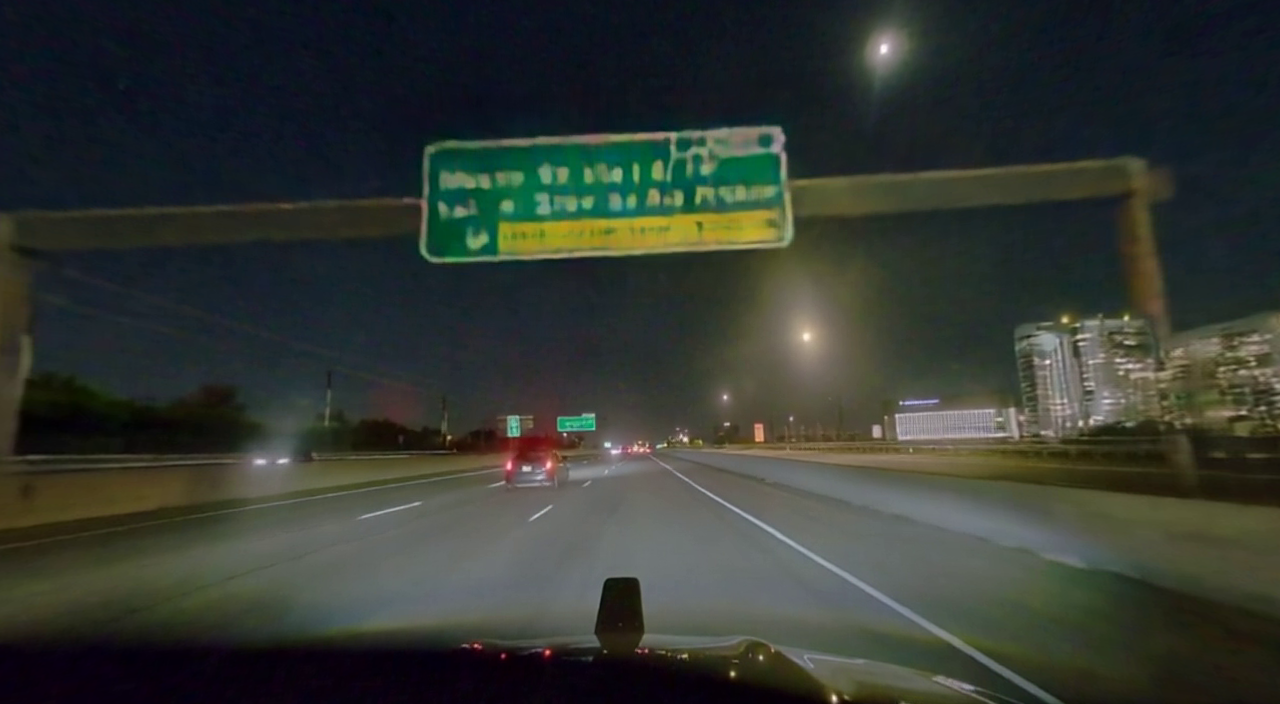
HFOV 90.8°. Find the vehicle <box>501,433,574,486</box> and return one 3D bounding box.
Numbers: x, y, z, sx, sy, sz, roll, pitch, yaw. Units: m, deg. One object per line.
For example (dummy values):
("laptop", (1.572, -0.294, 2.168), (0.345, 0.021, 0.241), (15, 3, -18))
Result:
("vehicle", (-3.719, 4.000, 23.752), (2.047, 1.786, 4.217), (0, -9, 0))
